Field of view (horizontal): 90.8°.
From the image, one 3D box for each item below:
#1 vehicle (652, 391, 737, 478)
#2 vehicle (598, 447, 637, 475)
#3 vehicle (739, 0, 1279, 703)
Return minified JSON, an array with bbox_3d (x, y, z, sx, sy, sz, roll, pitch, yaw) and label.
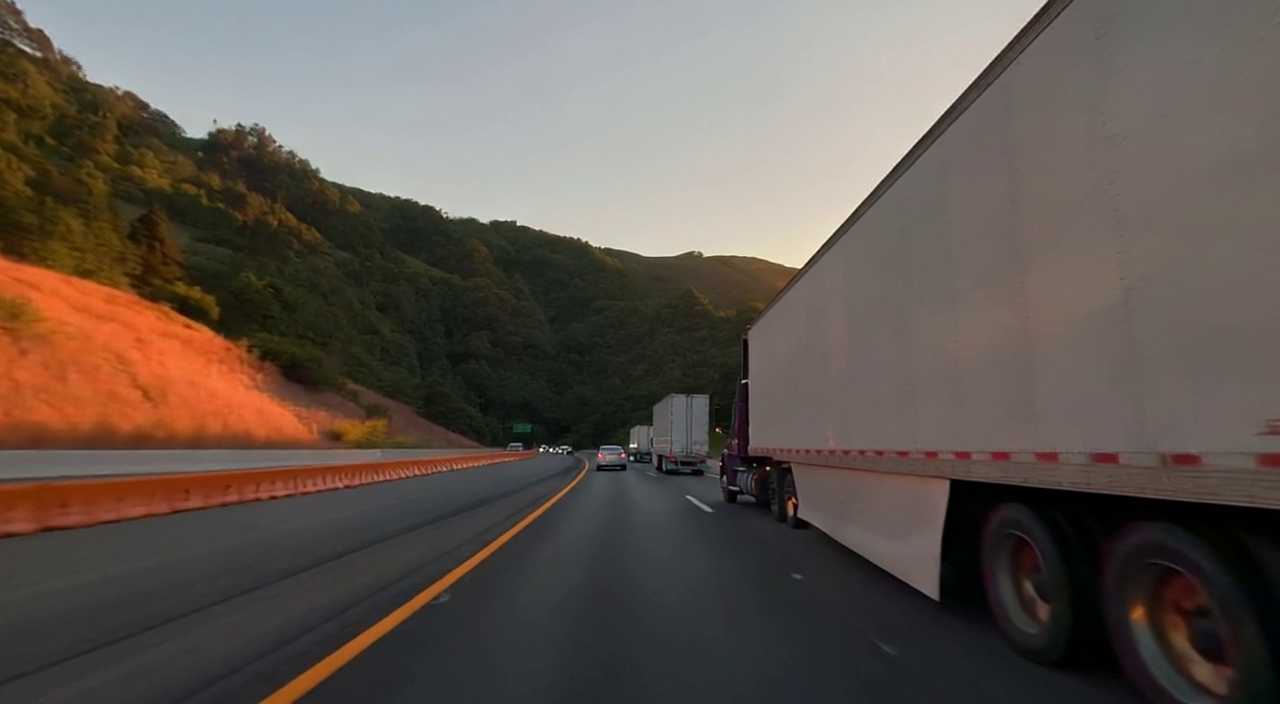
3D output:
[{"bbox_3d":[2.664,4.911,36.357,2.826,4.050,13.845,1,-9,-4],"label":"vehicle"},{"bbox_3d":[-1.234,6.010,34.913,2.029,1.437,3.794,0,-9,-2],"label":"vehicle"},{"bbox_3d":[3.986,0.552,8.164,2.911,4.099,14.578,0,-9,-1],"label":"vehicle"}]
